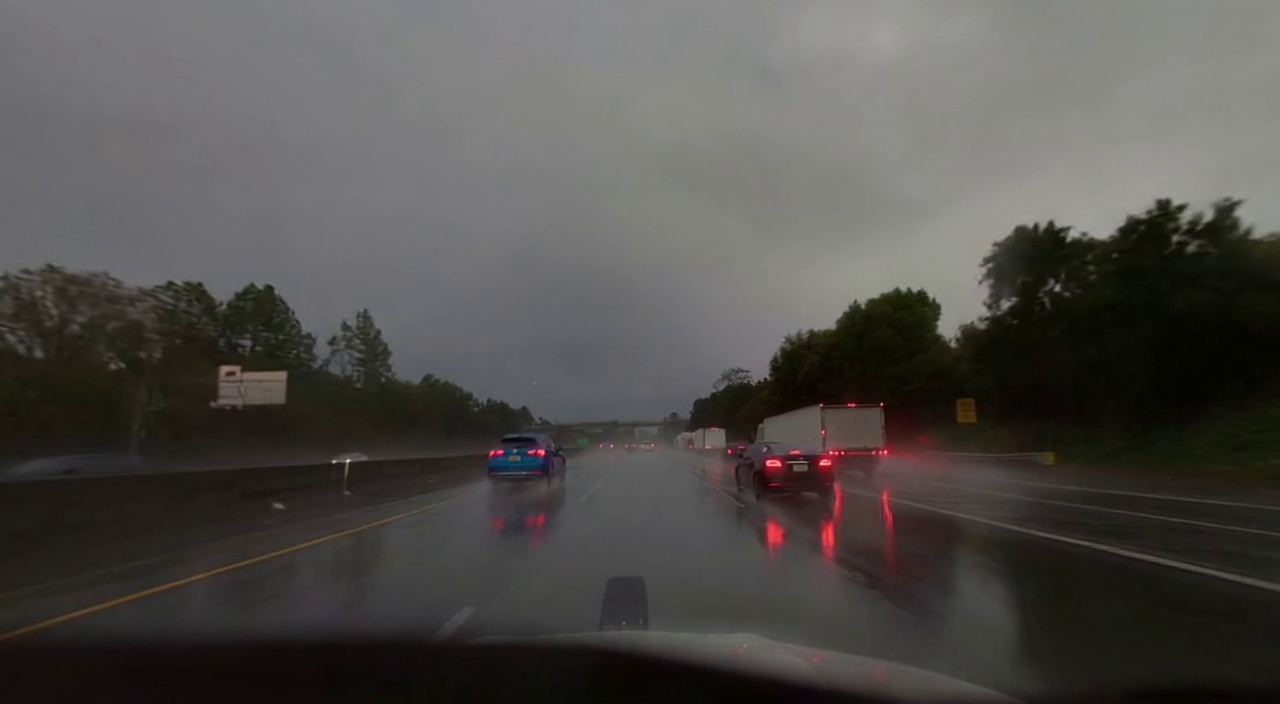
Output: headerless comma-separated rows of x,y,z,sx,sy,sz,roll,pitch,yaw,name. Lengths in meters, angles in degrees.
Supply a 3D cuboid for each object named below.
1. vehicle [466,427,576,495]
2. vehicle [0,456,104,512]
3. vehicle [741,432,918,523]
-3.420,3.287,19.355,2.218,1.764,5.229,0,-9,1,vehicle
-19.342,3.989,19.293,1.801,1.554,4.584,0,-9,0,vehicle
3.536,2.445,12.874,2.080,1.493,4.674,0,-9,-1,vehicle
